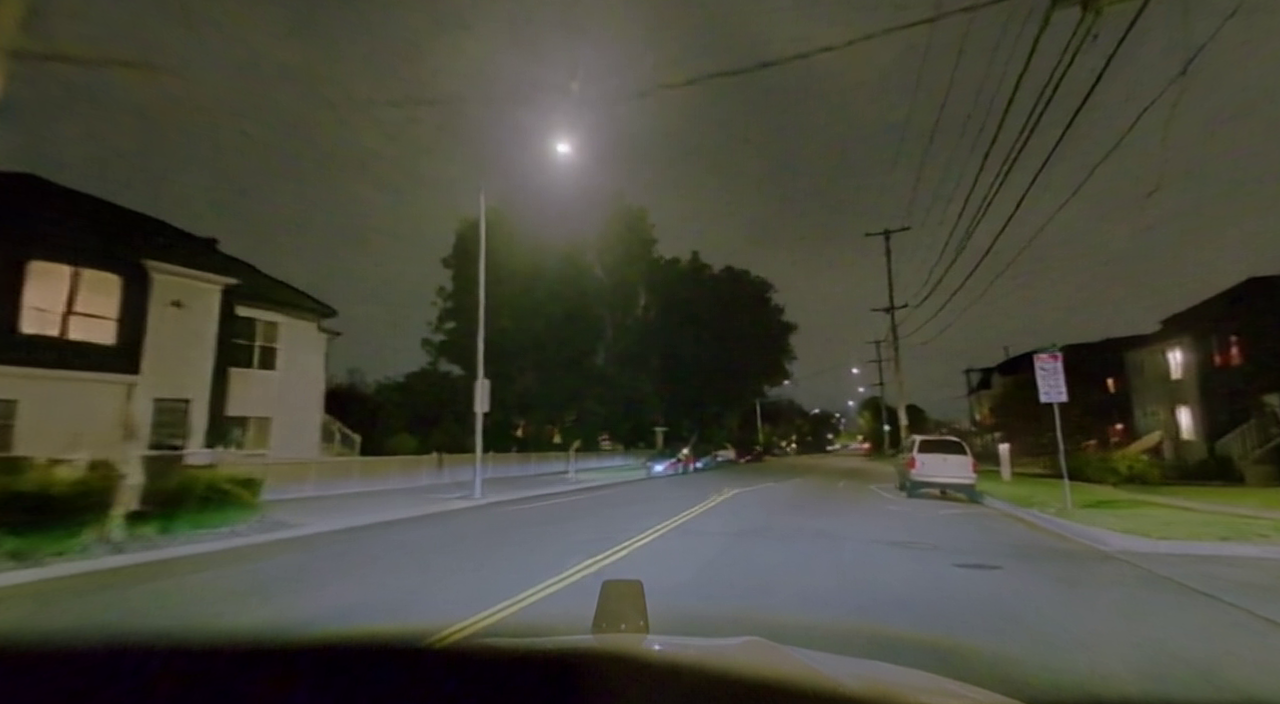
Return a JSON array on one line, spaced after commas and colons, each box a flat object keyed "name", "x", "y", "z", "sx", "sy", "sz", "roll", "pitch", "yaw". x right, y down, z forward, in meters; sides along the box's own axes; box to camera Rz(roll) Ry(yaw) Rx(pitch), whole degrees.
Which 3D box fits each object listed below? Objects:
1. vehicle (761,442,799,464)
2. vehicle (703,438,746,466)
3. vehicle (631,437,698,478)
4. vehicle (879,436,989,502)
[{"name": "vehicle", "x": 9.750, "y": 6.953, "z": 43.582, "sx": 2.079, "sy": 1.441, "sz": 4.541, "roll": -3, "pitch": -9, "yaw": 18}, {"name": "vehicle", "x": 6.134, "y": 7.149, "z": 45.330, "sx": 2.120, "sy": 1.799, "sz": 5.370, "roll": -4, "pitch": -9, "yaw": 17}, {"name": "vehicle", "x": 1.257, "y": 4.959, "z": 30.076, "sx": 2.027, "sy": 1.695, "sz": 4.437, "roll": -6, "pitch": -9, "yaw": 16}, {"name": "vehicle", "x": 7.637, "y": 3.027, "z": 16.856, "sx": 2.014, "sy": 1.482, "sz": 4.599, "roll": -3, "pitch": -9, "yaw": 17}]
